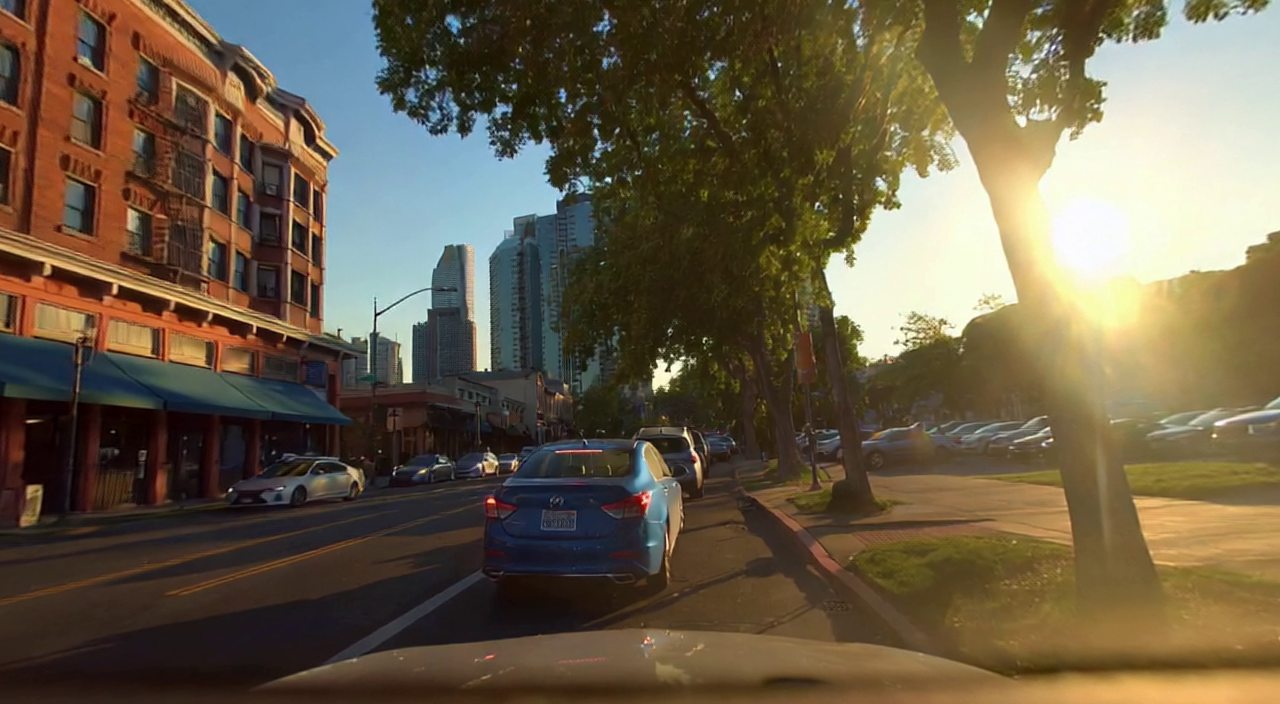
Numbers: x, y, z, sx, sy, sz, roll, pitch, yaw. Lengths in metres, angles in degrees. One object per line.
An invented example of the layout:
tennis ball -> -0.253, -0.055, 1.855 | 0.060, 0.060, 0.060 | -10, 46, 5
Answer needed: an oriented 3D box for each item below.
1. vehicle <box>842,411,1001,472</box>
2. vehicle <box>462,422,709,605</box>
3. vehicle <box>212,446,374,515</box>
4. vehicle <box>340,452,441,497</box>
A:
vehicle -> 9.023, 2.830, 20.225 | 4.558, 1.528, 1.915 | -1, -7, -23
vehicle -> -0.274, 1.632, 7.295 | 1.939, 1.478, 3.922 | -1, -8, 9
vehicle -> -11.010, 4.064, 20.580 | 2.081, 1.718, 5.342 | -6, -9, 3
vehicle -> -10.262, 5.028, 26.271 | 1.826, 1.432, 4.556 | -7, -9, 8
